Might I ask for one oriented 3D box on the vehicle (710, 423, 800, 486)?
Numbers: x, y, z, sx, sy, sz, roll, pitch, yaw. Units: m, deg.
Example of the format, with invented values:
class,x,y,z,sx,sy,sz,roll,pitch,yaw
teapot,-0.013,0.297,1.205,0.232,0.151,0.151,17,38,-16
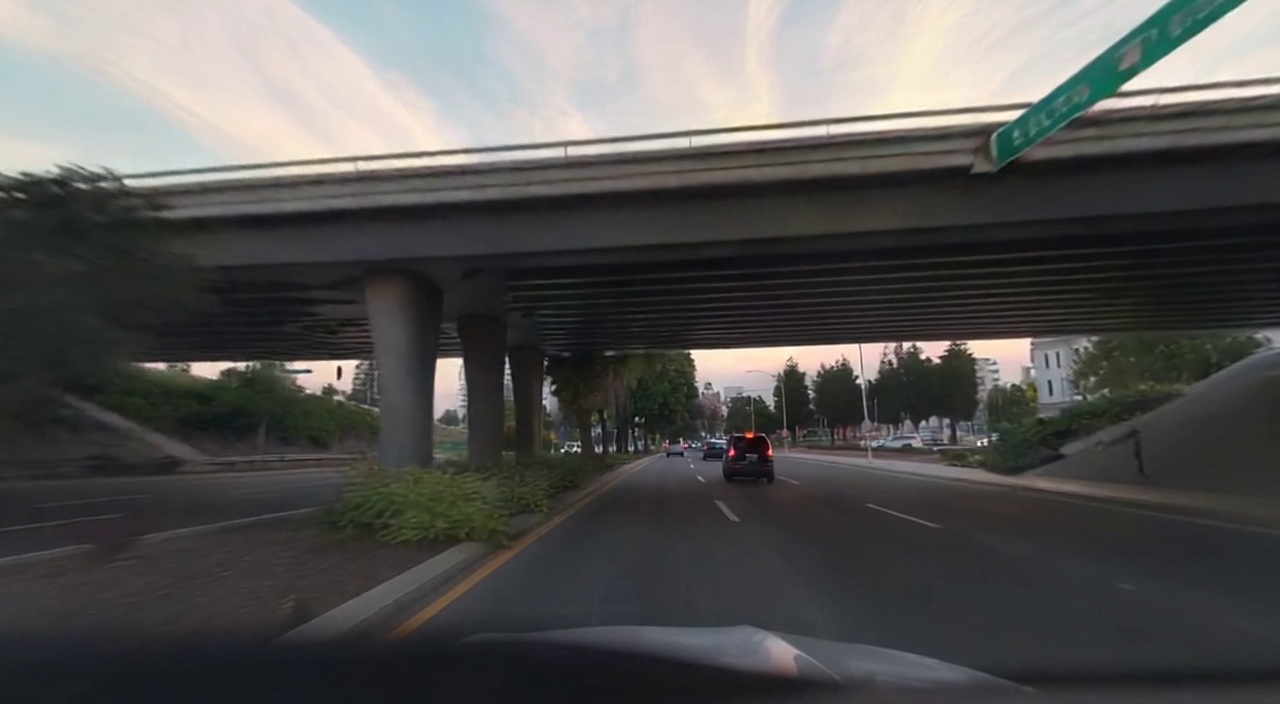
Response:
class,x,y,z,sx,sy,sz,roll,pitch,yaw
vehicle,4.071,3.766,23.454,2.559,2.017,5.562,0,-9,3
